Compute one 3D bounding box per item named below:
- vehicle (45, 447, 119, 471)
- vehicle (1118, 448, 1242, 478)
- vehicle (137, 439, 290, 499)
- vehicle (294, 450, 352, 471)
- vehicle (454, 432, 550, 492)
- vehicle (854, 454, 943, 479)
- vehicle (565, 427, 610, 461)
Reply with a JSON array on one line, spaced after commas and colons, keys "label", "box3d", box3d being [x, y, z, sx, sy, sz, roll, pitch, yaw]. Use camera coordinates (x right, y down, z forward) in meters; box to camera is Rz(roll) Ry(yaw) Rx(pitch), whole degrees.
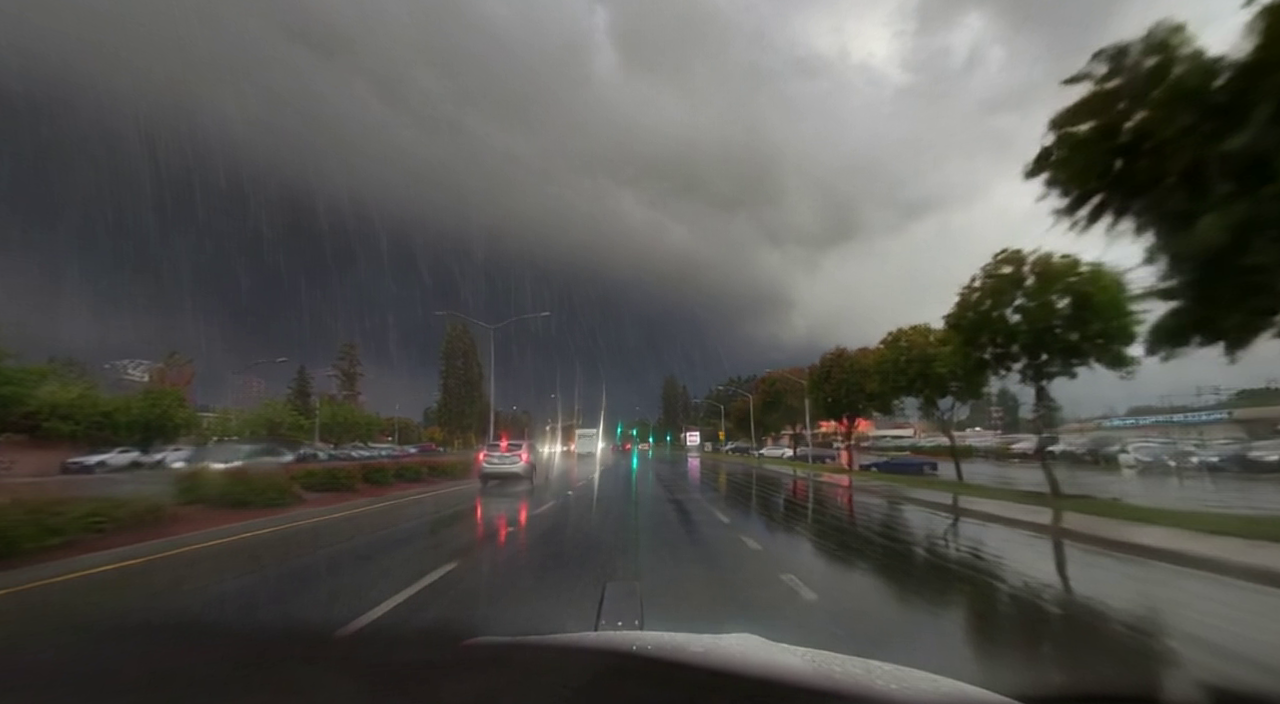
[{"label": "vehicle", "box3d": [-37.833, 7.257, 42.836, 1.916, 1.475, 4.651, 3, -9, -17]}, {"label": "vehicle", "box3d": [28.936, 5.960, 33.826, 4.754, 1.499, 1.955, 0, -8, 2]}, {"label": "vehicle", "box3d": [-12.356, 3.378, 18.611, 1.760, 1.567, 3.930, 0, -8, -1]}, {"label": "vehicle", "box3d": [-23.183, 7.923, 46.211, 1.885, 1.428, 4.638, 0, -8, -1]}, {"label": "vehicle", "box3d": [-4.283, 3.480, 20.252, 2.109, 1.672, 4.256, 0, -8, 0]}, {"label": "vehicle", "box3d": [16.264, 7.214, 39.757, 4.723, 1.466, 2.085, 0, -9, -1]}, {"label": "vehicle", "box3d": [-4.019, 7.316, 49.971, 2.917, 2.524, 6.990, 0, -8, 0]}]
